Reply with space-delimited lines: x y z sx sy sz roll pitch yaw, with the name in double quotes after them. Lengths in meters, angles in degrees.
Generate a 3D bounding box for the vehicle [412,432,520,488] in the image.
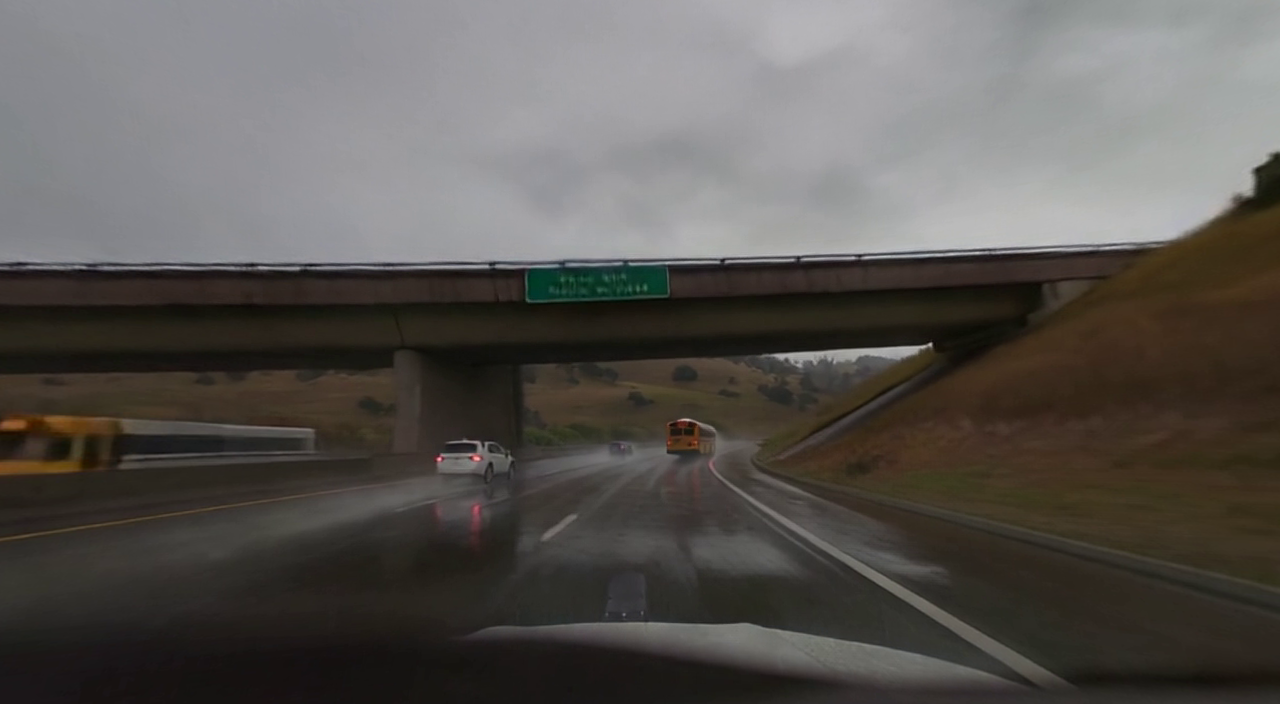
-5.839 3.673 21.827 2.172 1.689 4.625 -1 -8 3 "vehicle"

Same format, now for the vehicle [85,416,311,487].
-23.845 5.571 35.679 2.791 3.263 13.033 -1 -9 3 "vehicle"

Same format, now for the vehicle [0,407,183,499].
-24.359 4.272 26.888 2.999 3.296 8.416 0 -9 3 "vehicle"
